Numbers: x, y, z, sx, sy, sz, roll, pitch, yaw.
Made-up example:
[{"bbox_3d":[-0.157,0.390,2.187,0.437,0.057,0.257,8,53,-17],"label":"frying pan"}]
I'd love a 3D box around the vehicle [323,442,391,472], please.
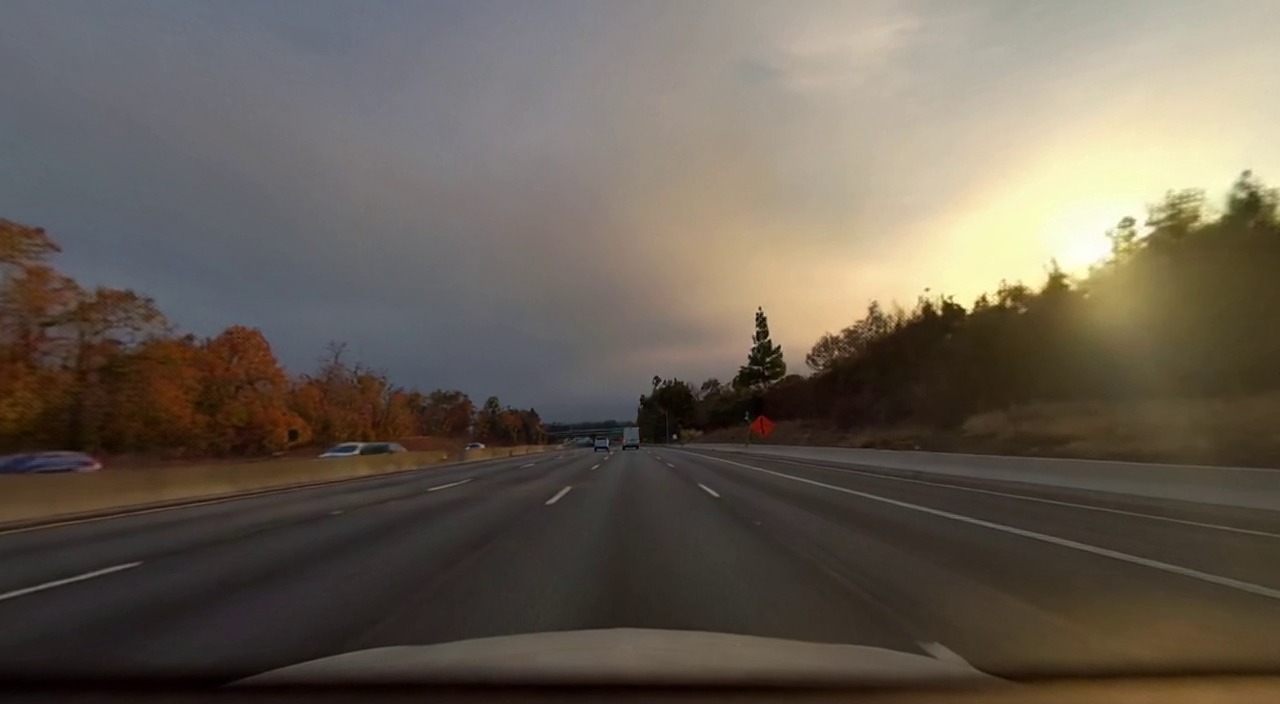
[{"bbox_3d":[-15.270,5.640,34.140,1.854,1.462,4.237,0,-8,-2],"label":"vehicle"}]
